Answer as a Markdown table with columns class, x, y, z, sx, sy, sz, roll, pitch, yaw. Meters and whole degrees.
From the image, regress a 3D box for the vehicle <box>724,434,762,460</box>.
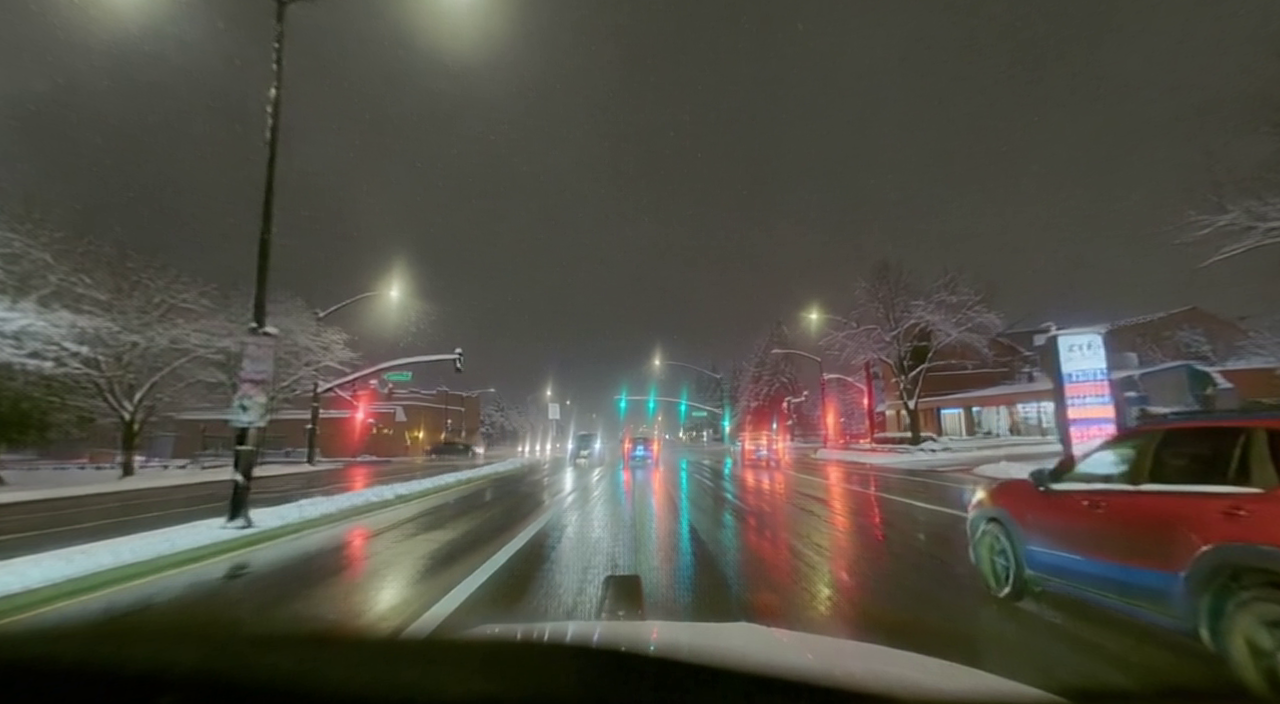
| class | x | y | z | sx | sy | sz | roll | pitch | yaw |
| --- | --- | --- | --- | --- | --- | --- | --- | --- | --- |
| vehicle | 7.151 | 6.607 | 44.117 | 1.894 | 1.693 | 4.110 | 0 | -8 | -1 |

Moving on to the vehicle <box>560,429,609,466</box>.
| class | x | y | z | sx | sy | sz | roll | pitch | yaw |
| --- | --- | --- | --- | --- | --- | --- | --- | --- | --- |
| vehicle | -2.836 | 5.053 | 33.435 | 2.064 | 1.825 | 4.760 | 0 | -8 | 1 |

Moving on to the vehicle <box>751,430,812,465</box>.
| class | x | y | z | sx | sy | sz | roll | pitch | yaw |
| --- | --- | --- | --- | --- | --- | --- | --- | --- | --- |
| vehicle | 7.336 | 5.017 | 33.264 | 2.068 | 1.731 | 4.752 | 0 | -8 | -1 |

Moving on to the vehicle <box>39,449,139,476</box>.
| class | x | y | z | sx | sy | sz | roll | pitch | yaw |
| --- | --- | --- | --- | --- | --- | --- | --- | --- | --- |
| vehicle | -36.221 | 7.247 | 41.679 | 4.561 | 1.588 | 1.832 | 5 | -10 | -29 |

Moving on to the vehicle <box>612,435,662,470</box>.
| class | x | y | z | sx | sy | sz | roll | pitch | yaw |
| --- | --- | --- | --- | --- | --- | --- | --- | --- | --- |
| vehicle | -0.119 | 4.535 | 28.689 | 2.097 | 1.480 | 4.006 | 0 | -8 | 0 |

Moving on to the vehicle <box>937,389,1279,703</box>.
| class | x | y | z | sx | sy | sz | roll | pitch | yaw |
| --- | --- | --- | --- | --- | --- | --- | --- | --- | --- |
| vehicle | 3.731 | 1.030 | 3.616 | 1.861 | 1.473 | 4.393 | 0 | -8 | -1 |
